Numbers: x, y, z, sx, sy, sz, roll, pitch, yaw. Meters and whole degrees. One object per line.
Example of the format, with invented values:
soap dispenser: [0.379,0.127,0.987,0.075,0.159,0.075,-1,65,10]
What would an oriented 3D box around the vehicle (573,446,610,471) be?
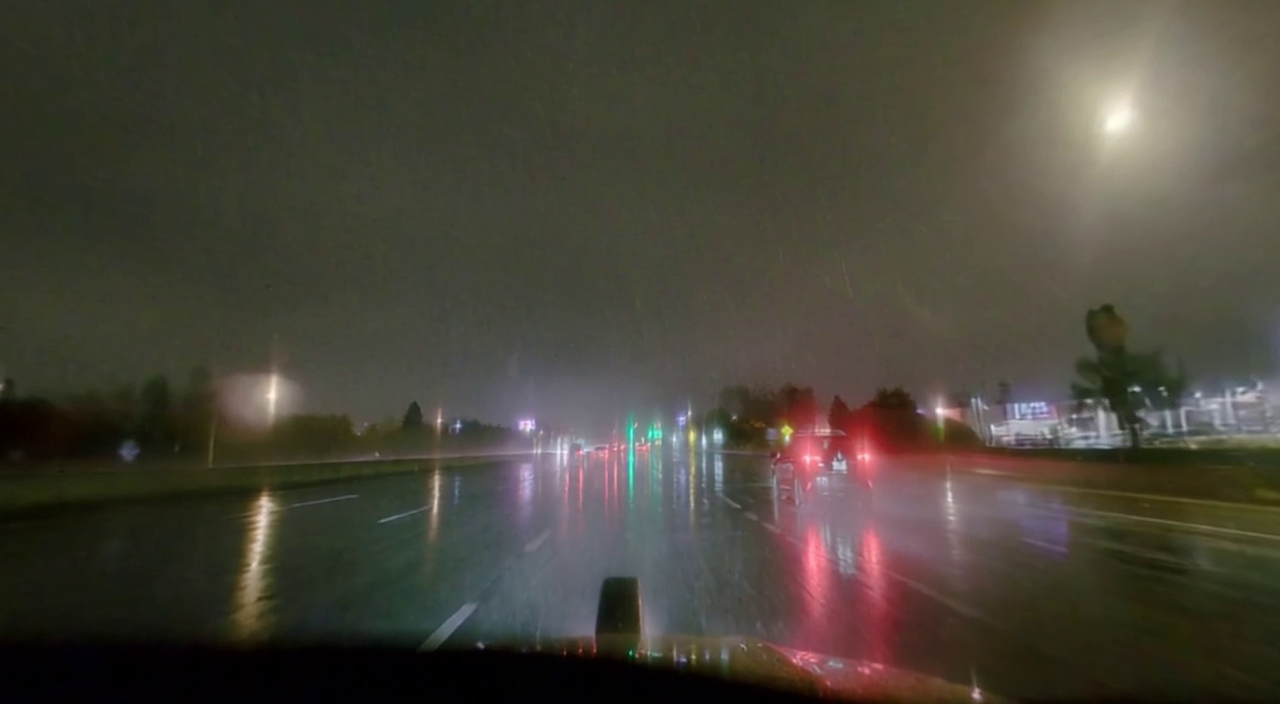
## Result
vehicle: [-3.156,7.048,41.872,2.139,1.510,4.506,0,-9,0]

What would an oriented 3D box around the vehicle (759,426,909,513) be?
vehicle: [4.429,2.777,15.328,2.109,1.764,4.704,0,-9,-1]
